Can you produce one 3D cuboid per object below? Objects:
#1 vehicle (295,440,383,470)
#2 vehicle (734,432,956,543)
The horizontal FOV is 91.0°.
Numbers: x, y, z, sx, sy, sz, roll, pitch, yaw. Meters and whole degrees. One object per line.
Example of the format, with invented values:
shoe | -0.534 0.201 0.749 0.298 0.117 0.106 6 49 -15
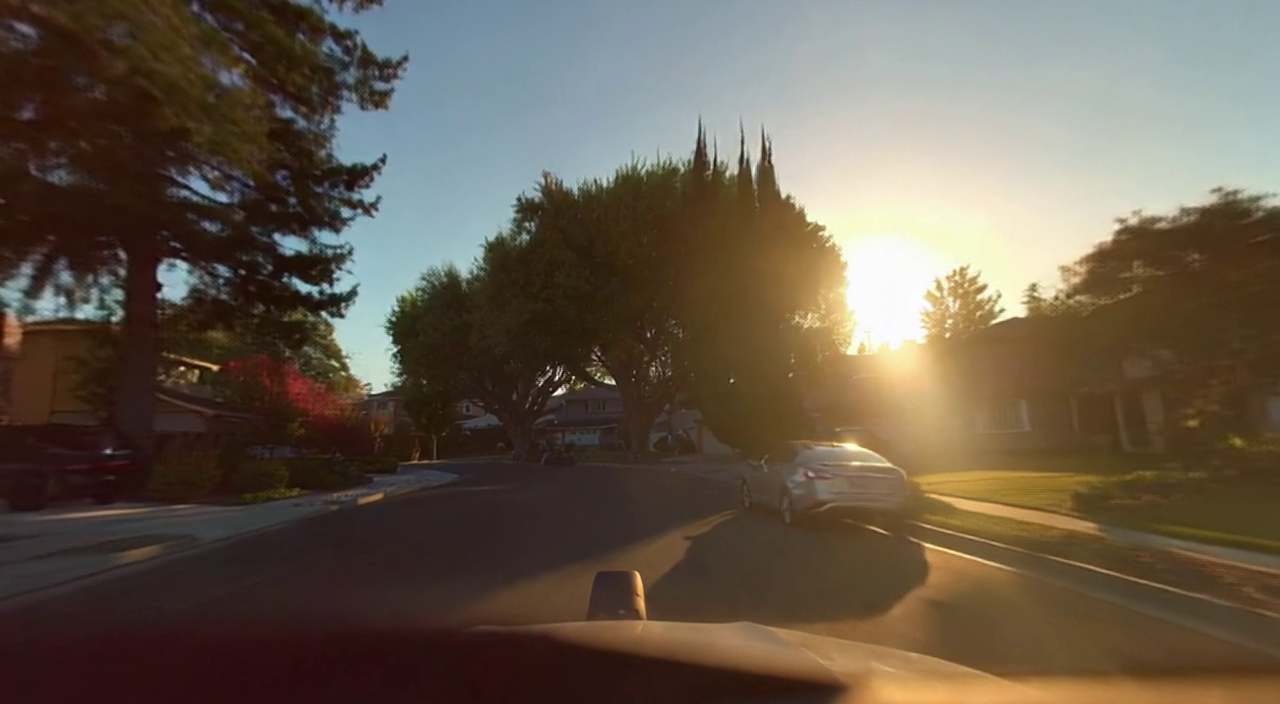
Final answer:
vehicle | -18.064 6.176 37.835 4.330 1.657 2.037 -2 -9 14
vehicle | 3.159 2.189 10.969 1.998 1.489 4.722 0 -8 -4
